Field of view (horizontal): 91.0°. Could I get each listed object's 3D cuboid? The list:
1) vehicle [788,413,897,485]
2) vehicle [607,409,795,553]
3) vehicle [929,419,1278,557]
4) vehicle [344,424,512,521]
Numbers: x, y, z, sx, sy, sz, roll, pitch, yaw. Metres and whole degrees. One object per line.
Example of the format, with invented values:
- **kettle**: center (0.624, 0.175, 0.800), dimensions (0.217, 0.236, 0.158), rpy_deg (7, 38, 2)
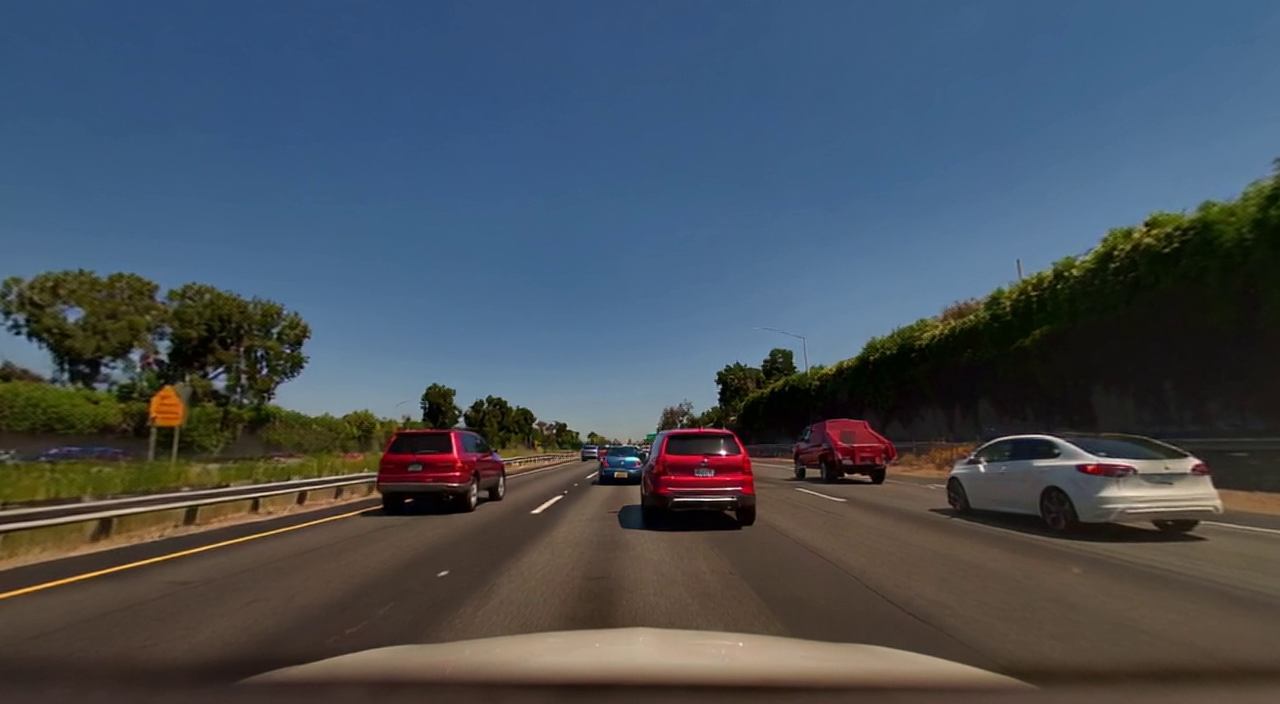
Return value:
- **vehicle**: center (7.771, 3.843, 24.994), dimensions (2.390, 2.503, 5.788), rpy_deg (0, -9, 0)
- **vehicle**: center (0.662, 1.889, 9.790), dimensions (2.230, 1.740, 3.976), rpy_deg (1, -9, -4)
- **vehicle**: center (6.674, 1.994, 9.914), dimensions (1.972, 1.647, 4.429), rpy_deg (0, -9, -2)
- **vehicle**: center (-4.347, 2.557, 13.892), dimensions (2.047, 1.755, 4.638), rpy_deg (0, -9, 0)
